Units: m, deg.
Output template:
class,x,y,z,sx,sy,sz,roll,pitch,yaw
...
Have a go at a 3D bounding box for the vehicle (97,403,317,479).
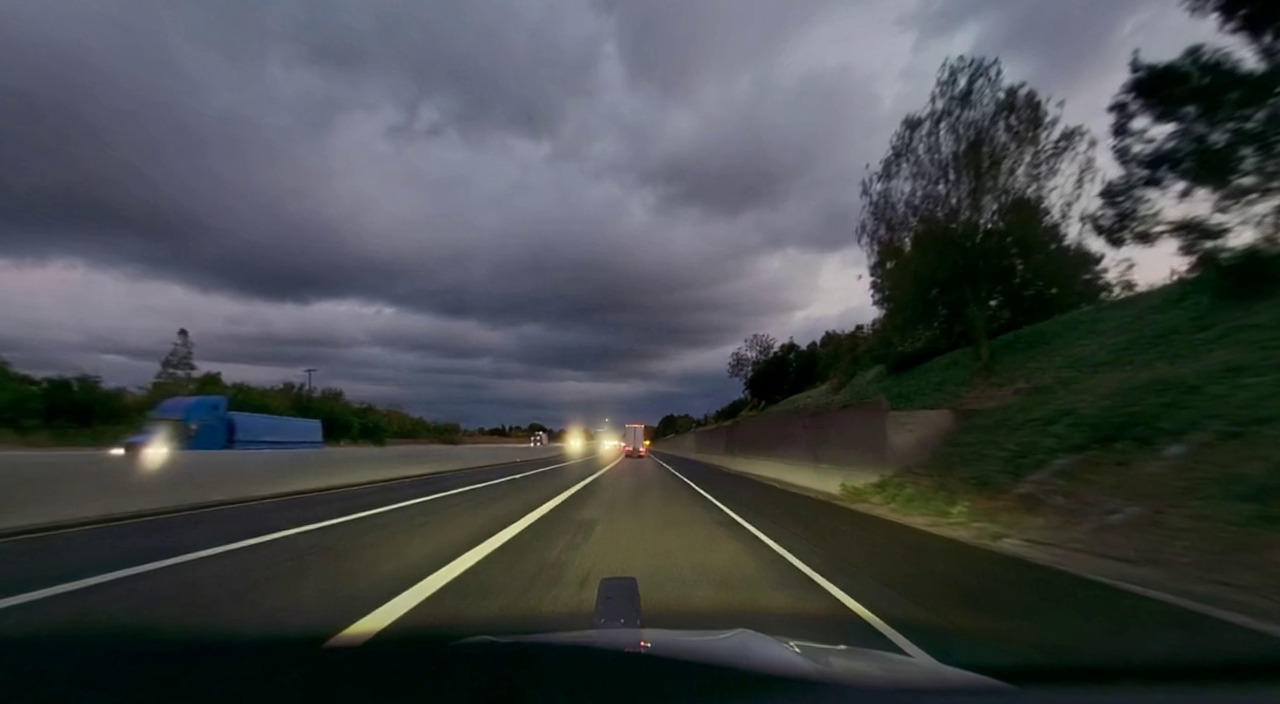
class,x,y,z,sx,sy,sz,roll,pitch,yaw
vehicle,-23.299,5.134,35.674,2.824,3.436,13.724,0,-9,0
